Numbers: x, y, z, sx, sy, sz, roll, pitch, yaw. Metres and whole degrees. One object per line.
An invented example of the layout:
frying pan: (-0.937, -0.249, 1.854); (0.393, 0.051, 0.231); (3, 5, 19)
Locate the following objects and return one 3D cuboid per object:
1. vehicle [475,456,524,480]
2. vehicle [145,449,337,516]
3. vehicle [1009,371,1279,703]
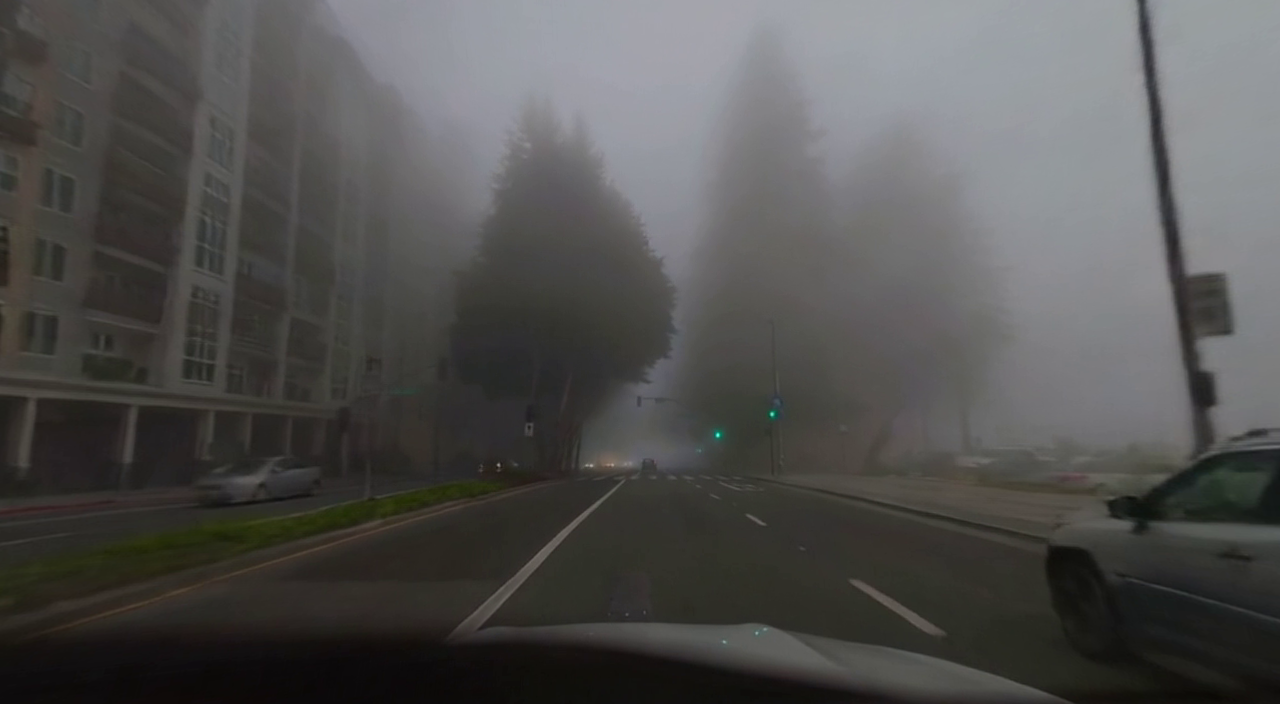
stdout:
vehicle: (-9.542, 7.894, 43.096); (2.004, 1.469, 4.724); (-1, -9, 3)
vehicle: (-10.375, 3.385, 16.965); (1.957, 1.482, 4.706); (0, -9, 2)
vehicle: (3.614, 0.854, 2.440); (1.949, 1.583, 3.996); (0, -9, 1)
